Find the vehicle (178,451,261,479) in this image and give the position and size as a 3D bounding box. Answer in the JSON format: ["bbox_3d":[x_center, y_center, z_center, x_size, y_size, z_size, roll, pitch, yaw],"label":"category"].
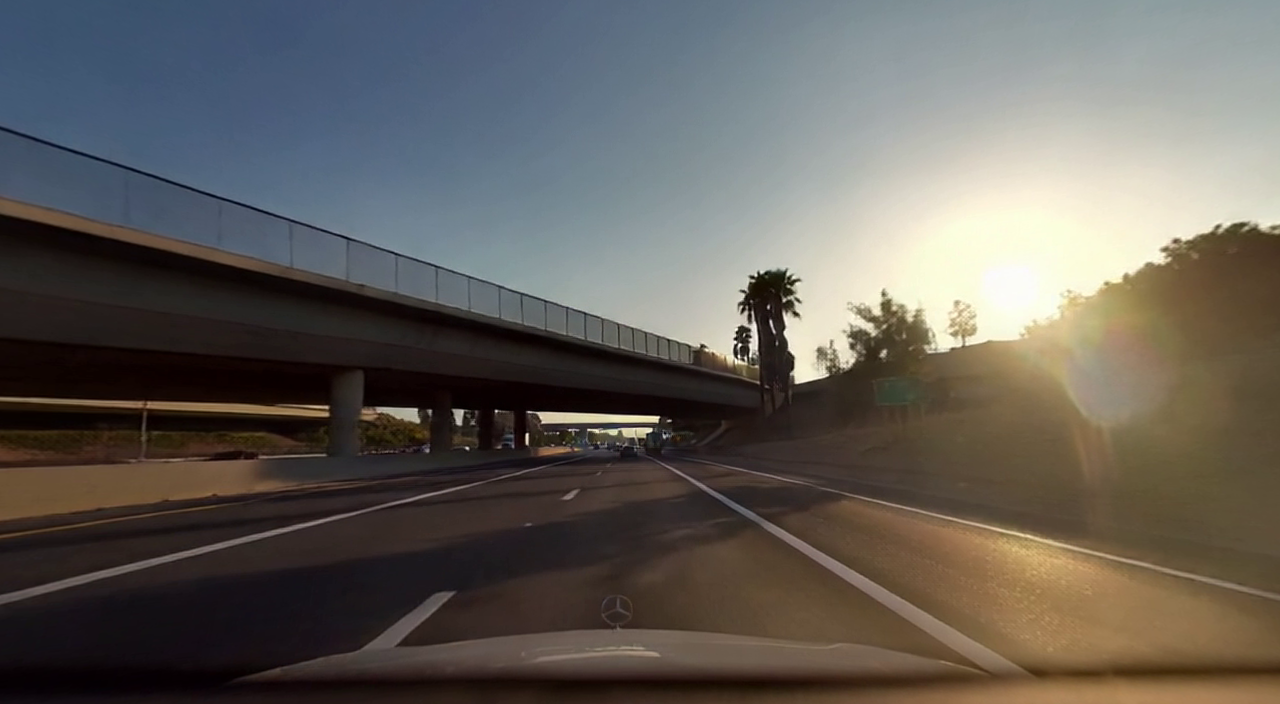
[{"bbox_3d":[-24.965,6.683,37.720,1.816,1.479,4.629,0,-8,0],"label":"vehicle"}]
